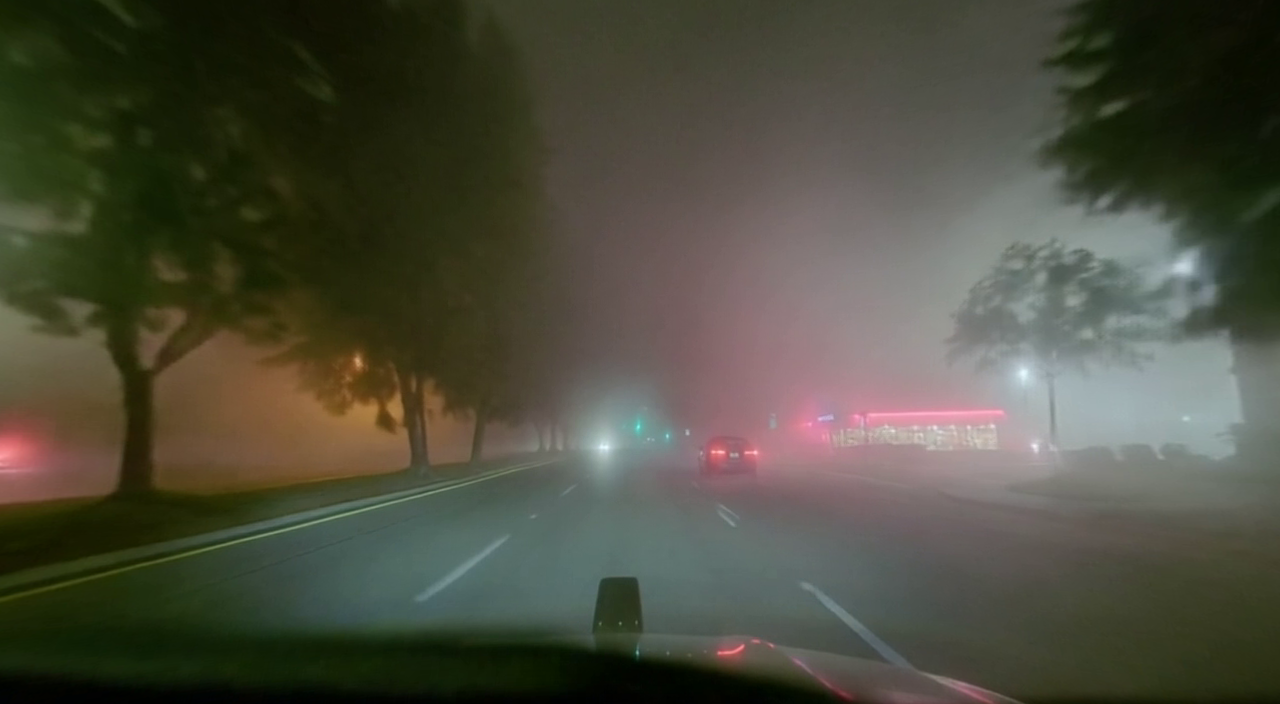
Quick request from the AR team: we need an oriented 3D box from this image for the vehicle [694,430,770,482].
[{"bbox_3d":[3.306,3.805,23.422,2.083,1.743,4.354,0,-8,-1],"label":"vehicle"}]
